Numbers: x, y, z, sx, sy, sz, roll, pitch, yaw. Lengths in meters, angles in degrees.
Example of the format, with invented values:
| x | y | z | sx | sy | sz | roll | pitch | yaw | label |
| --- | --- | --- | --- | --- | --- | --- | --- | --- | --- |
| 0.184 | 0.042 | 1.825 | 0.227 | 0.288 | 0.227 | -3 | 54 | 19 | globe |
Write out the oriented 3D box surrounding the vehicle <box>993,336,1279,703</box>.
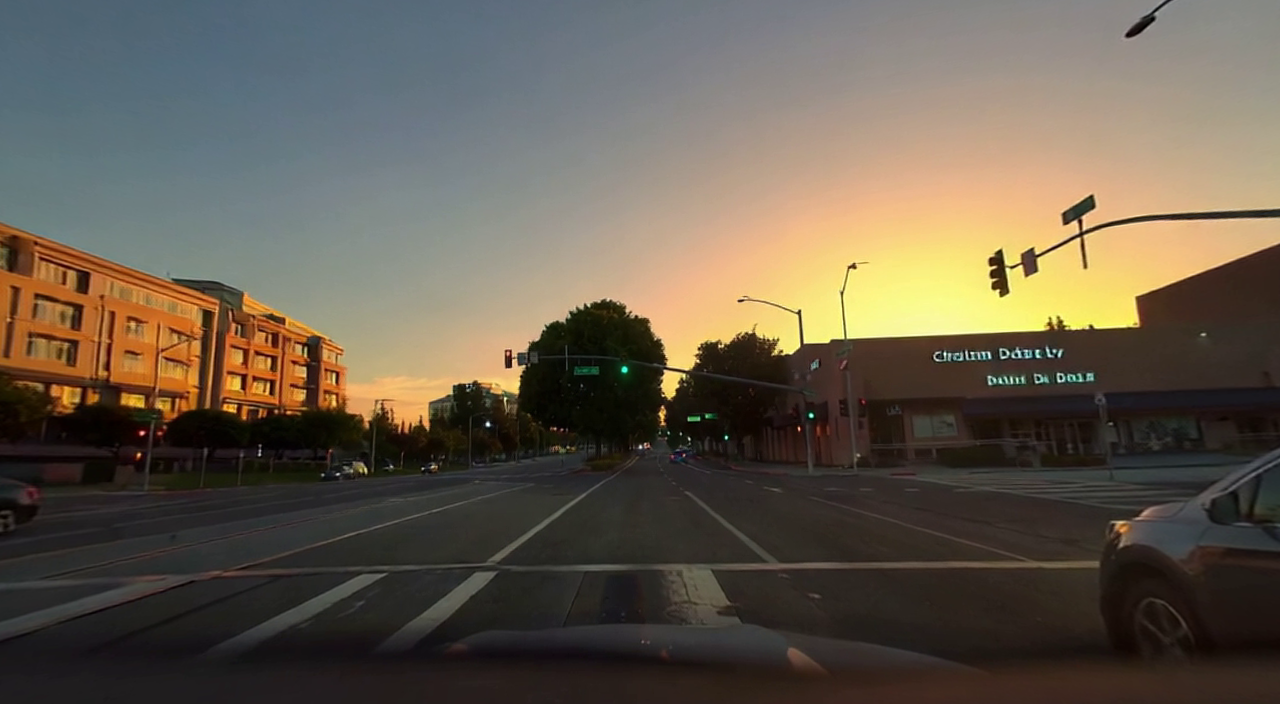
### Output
| x | y | z | sx | sy | sz | roll | pitch | yaw | label |
| --- | --- | --- | --- | --- | --- | --- | --- | --- | --- |
| 3.344 | 0.722 | 1.795 | 1.973 | 1.697 | 4.377 | 0 | -8 | -3 | vehicle |
